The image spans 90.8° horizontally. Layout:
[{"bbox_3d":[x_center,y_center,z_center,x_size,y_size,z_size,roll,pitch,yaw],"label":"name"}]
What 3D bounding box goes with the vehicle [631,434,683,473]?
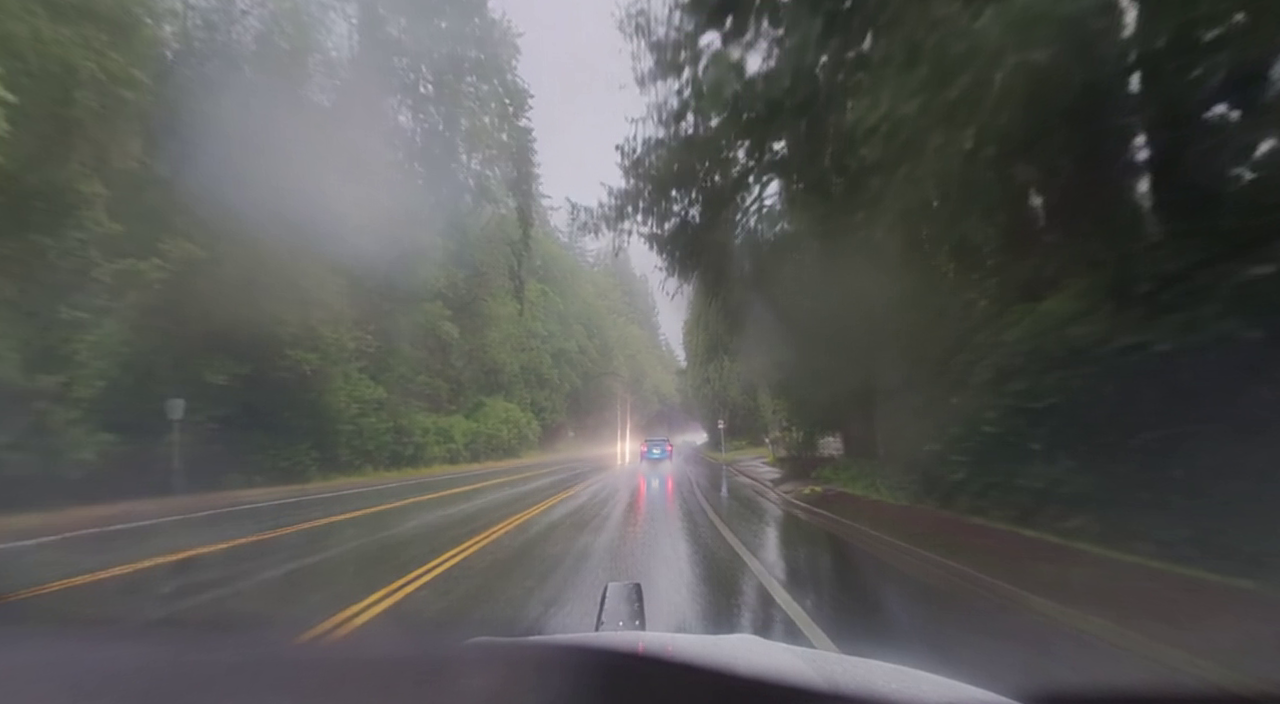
[{"bbox_3d":[0.853,4.848,30.370,2.294,1.708,4.110,-1,-8,3],"label":"vehicle"}]
